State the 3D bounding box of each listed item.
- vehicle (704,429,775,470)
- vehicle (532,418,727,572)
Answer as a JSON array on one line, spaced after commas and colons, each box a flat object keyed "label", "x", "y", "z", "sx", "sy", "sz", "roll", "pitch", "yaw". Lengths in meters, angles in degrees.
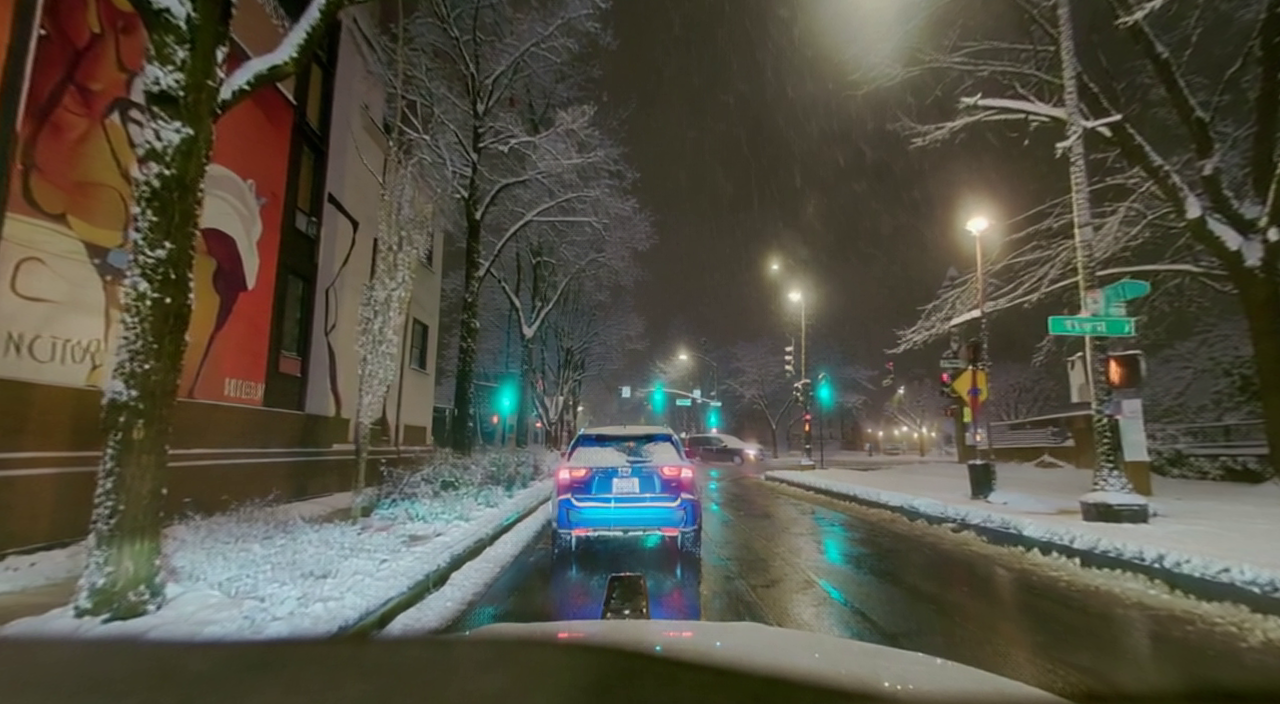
[{"label": "vehicle", "x": 5.612, "y": 5.358, "z": 34.814, "sx": 2.448, "sy": 2.063, "sz": 5.513, "roll": -4, "pitch": -9, "yaw": 24}, {"label": "vehicle", "x": -0.125, "y": 1.822, "z": 8.754, "sx": 2.079, "sy": 1.621, "sz": 3.861, "roll": 0, "pitch": -8, "yaw": 0}]
